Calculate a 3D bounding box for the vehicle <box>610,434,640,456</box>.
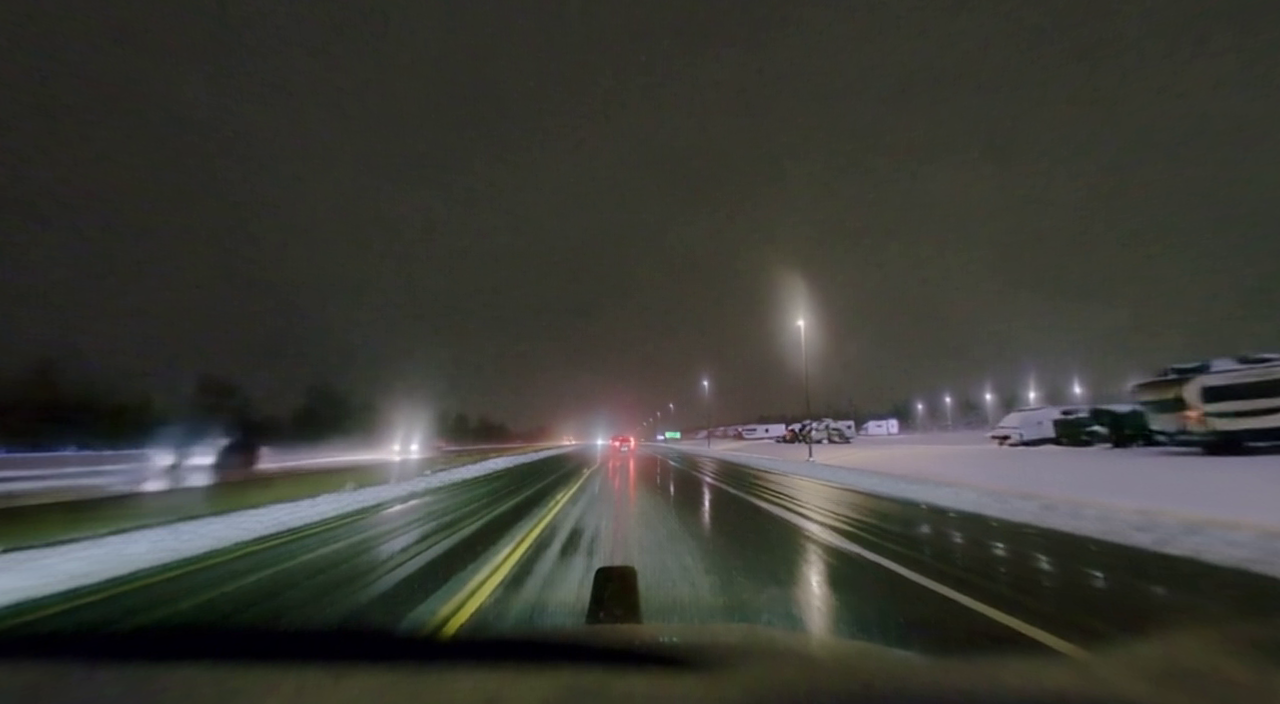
[{"bbox_3d":[-1.113,6.567,44.687,2.037,1.504,4.248,0,-8,-2],"label":"vehicle"}]
